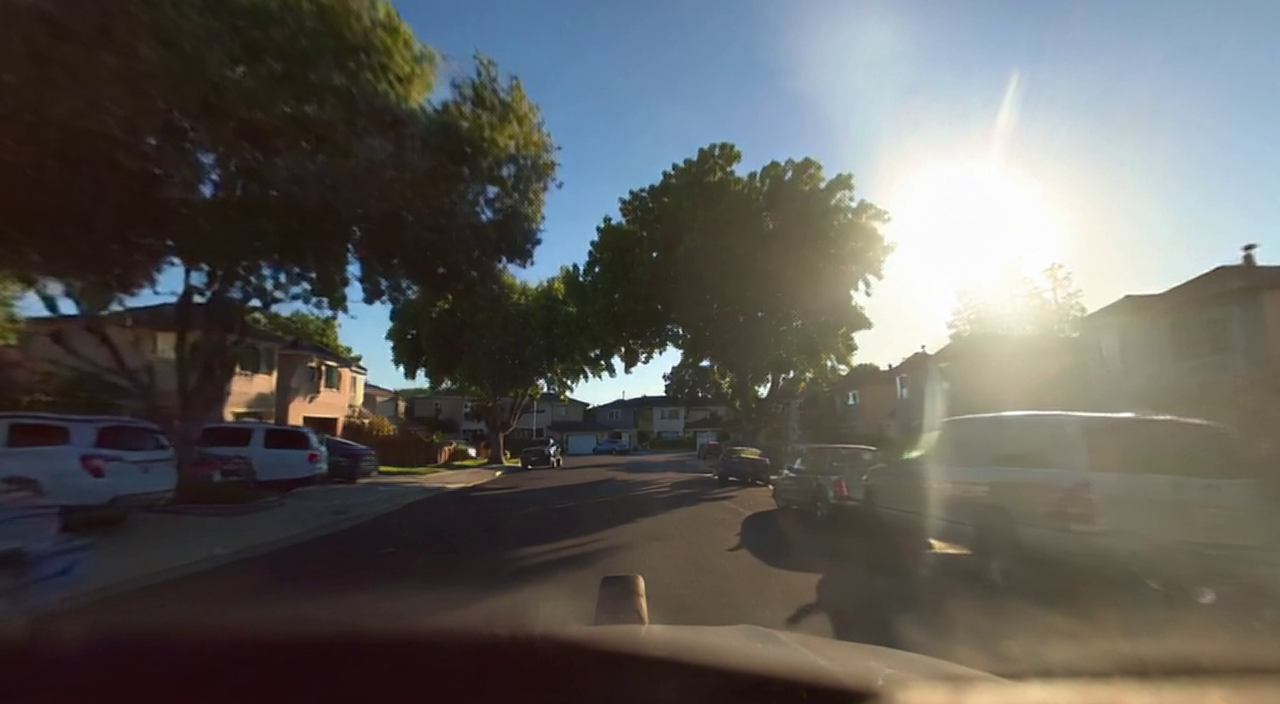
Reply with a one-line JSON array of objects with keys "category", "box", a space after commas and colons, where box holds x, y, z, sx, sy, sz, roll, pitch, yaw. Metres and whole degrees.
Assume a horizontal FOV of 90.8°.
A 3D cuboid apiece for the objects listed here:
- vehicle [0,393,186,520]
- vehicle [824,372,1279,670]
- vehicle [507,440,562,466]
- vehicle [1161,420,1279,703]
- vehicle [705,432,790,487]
[{"category": "vehicle", "box": [-10.667, 1.686, 10.318, 4.641, 1.844, 2.243, 0, -8, -5]}, {"category": "vehicle", "box": [3.831, 1.435, 6.699, 2.046, 1.835, 5.411, 0, -8, -1]}, {"category": "vehicle", "box": [-6.664, 6.247, 39.361, 2.236, 1.459, 4.832, 3, -9, -23]}, {"category": "vehicle", "box": [3.902, 0.764, 0.990, 2.042, 1.456, 4.903, 0, -8, 1]}, {"category": "vehicle", "box": [3.921, 3.986, 24.067, 2.235, 1.829, 5.194, 0, -8, -1]}]
